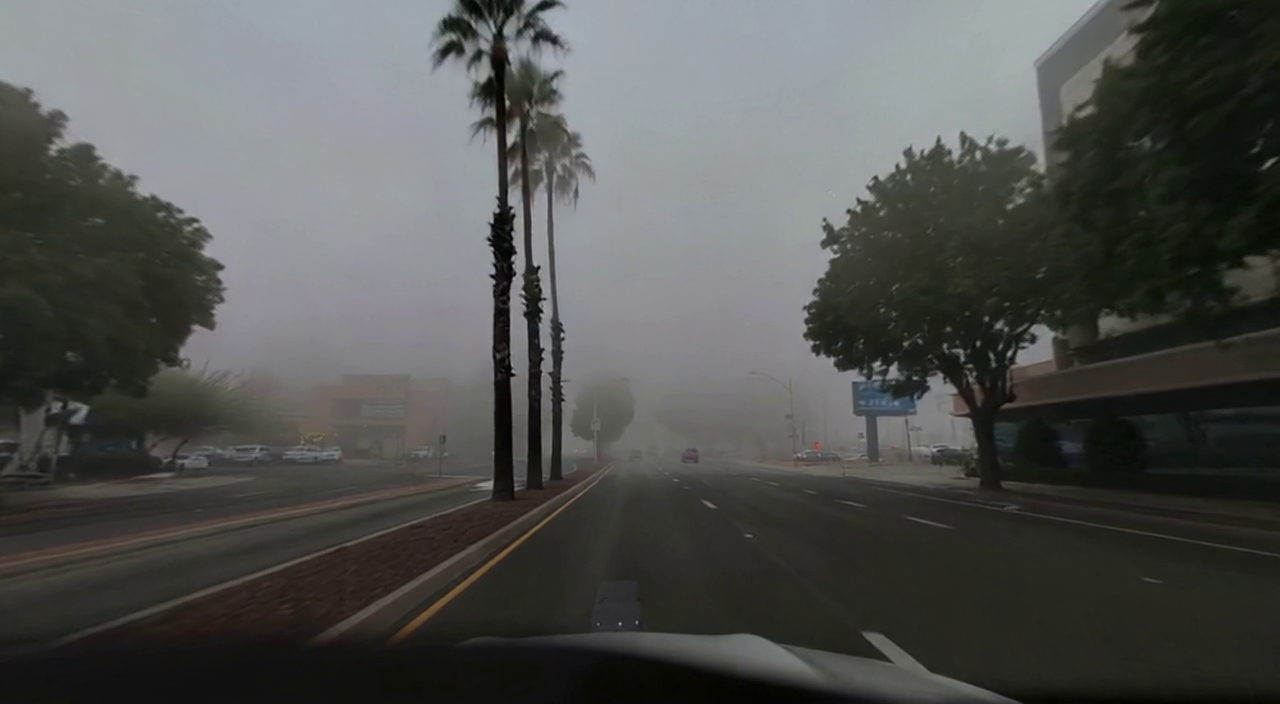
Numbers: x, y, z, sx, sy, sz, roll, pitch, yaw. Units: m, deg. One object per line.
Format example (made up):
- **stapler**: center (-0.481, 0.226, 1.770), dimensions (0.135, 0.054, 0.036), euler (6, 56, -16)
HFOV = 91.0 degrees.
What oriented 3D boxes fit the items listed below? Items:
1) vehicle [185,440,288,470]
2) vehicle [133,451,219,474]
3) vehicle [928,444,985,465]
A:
- **vehicle**: center (-31.880, 8.129, 49.865), dimensions (6.216, 2.077, 2.806), euler (2, -8, 2)
- **vehicle**: center (-31.185, 7.413, 42.397), dimensions (4.223, 1.444, 1.814), euler (0, -8, -3)
- **vehicle**: center (24.183, 7.869, 48.337), dimensions (1.881, 1.509, 4.448), euler (0, -8, -3)
